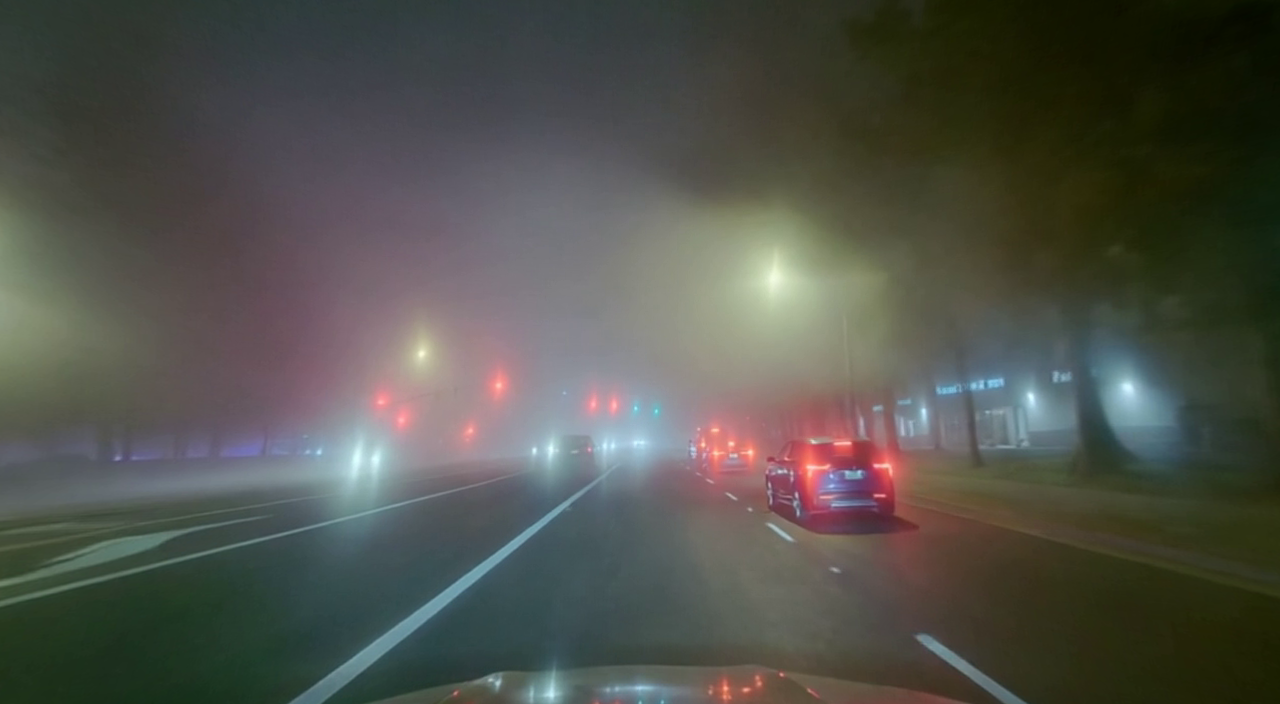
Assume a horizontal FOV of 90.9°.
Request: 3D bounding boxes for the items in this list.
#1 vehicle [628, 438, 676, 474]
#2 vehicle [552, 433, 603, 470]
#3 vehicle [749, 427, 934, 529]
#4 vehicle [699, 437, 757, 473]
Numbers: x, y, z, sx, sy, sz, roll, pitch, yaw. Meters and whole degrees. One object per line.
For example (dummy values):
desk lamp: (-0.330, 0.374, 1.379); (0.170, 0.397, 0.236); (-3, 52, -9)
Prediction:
vehicle: (0.509, 4.534, 27.648); (1.971, 1.433, 3.923); (0, -8, 1)
vehicle: (-3.050, 4.980, 31.667); (2.023, 1.720, 4.452); (0, -8, 2)
vehicle: (3.363, 2.190, 11.558); (1.948, 1.474, 4.360); (0, -8, 0)
vehicle: (3.851, 4.584, 28.181); (1.913, 1.463, 4.198); (0, -8, -1)
